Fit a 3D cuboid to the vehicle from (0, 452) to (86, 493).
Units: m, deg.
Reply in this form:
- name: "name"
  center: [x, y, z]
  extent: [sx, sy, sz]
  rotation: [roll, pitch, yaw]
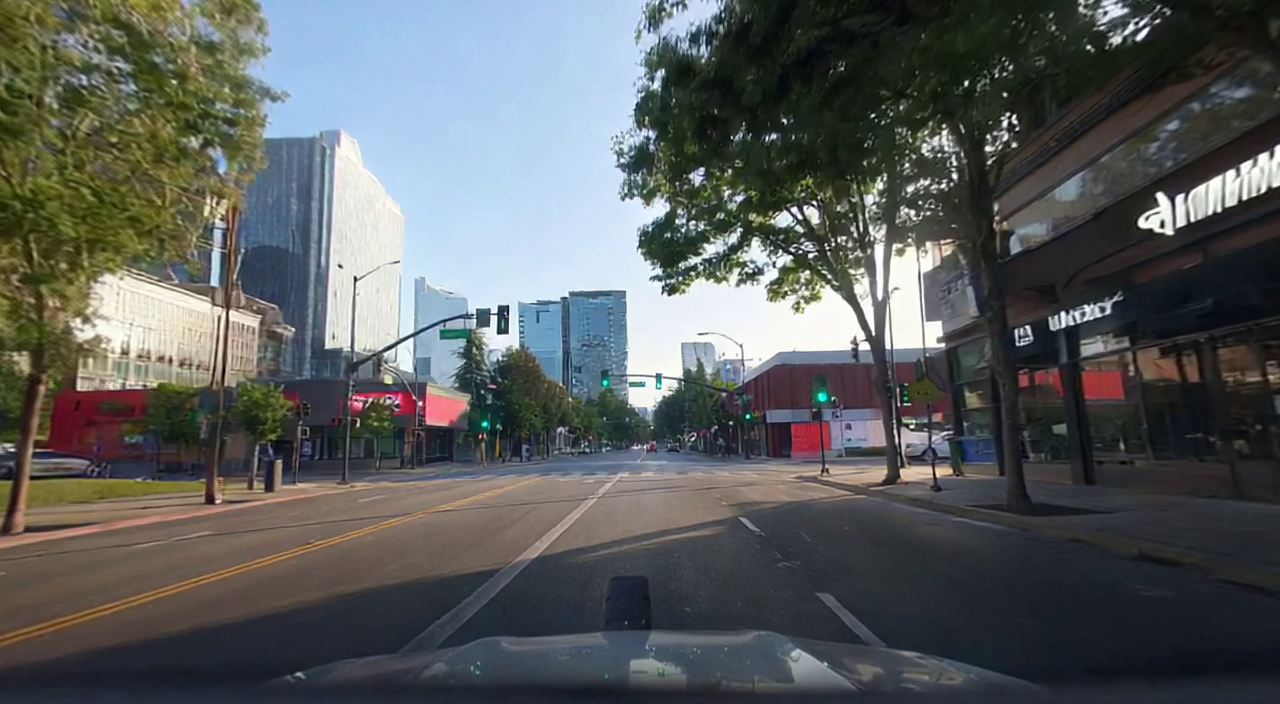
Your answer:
- name: "vehicle"
  center: [-31.586, 6.098, 32.057]
  extent: [4.674, 1.959, 2.265]
  rotation: [-1, -8, 2]

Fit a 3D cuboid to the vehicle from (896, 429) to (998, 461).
- name: "vehicle"
  center: [17.639, 5.370, 36.420]
  extent: [4.836, 1.795, 1.957]
  rotation: [0, -8, 1]
